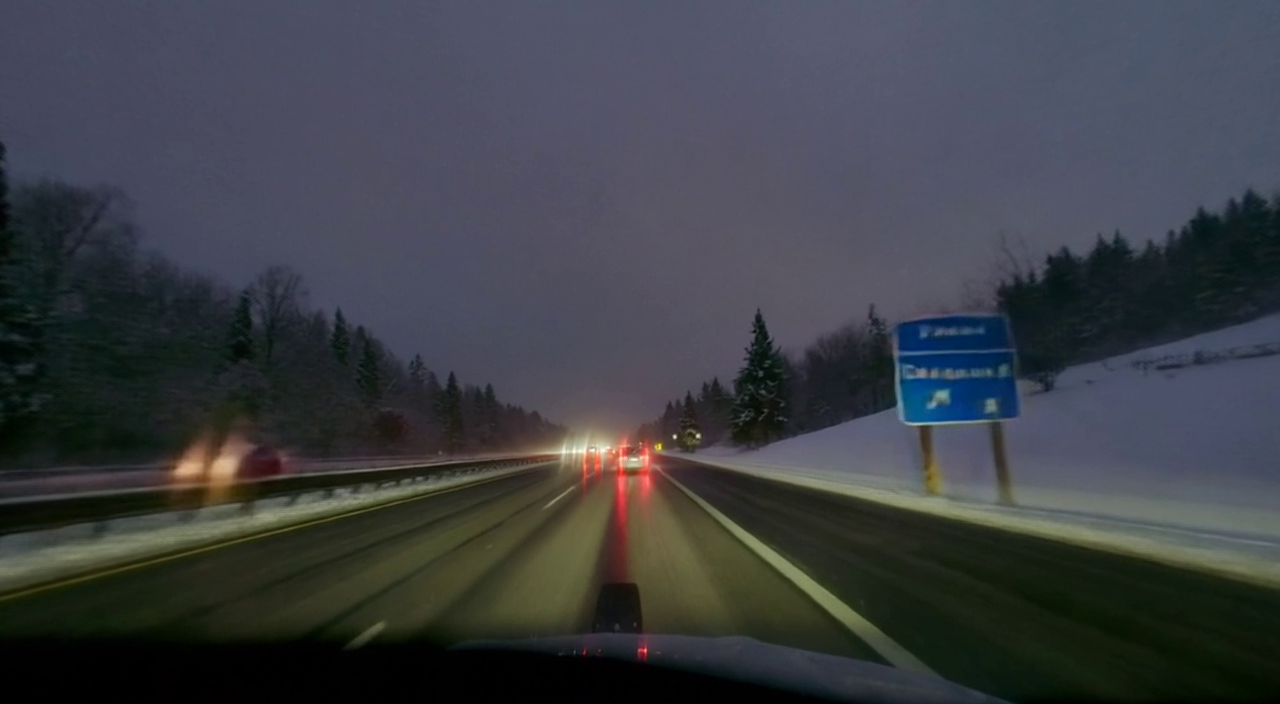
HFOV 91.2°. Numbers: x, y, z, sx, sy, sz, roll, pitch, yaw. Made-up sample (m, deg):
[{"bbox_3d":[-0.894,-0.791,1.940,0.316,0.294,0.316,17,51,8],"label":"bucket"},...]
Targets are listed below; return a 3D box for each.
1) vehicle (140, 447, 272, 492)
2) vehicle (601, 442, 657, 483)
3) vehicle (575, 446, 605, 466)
[{"bbox_3d":[-17.300,4.668,25.315,2.006,1.602,4.622,-1,-9,0],"label":"vehicle"},{"bbox_3d":[-0.430,4.424,25.306,2.066,1.490,3.759,-1,-9,0],"label":"vehicle"},{"bbox_3d":[-3.833,8.020,48.466,1.994,1.470,3.752,-1,-9,0],"label":"vehicle"}]
